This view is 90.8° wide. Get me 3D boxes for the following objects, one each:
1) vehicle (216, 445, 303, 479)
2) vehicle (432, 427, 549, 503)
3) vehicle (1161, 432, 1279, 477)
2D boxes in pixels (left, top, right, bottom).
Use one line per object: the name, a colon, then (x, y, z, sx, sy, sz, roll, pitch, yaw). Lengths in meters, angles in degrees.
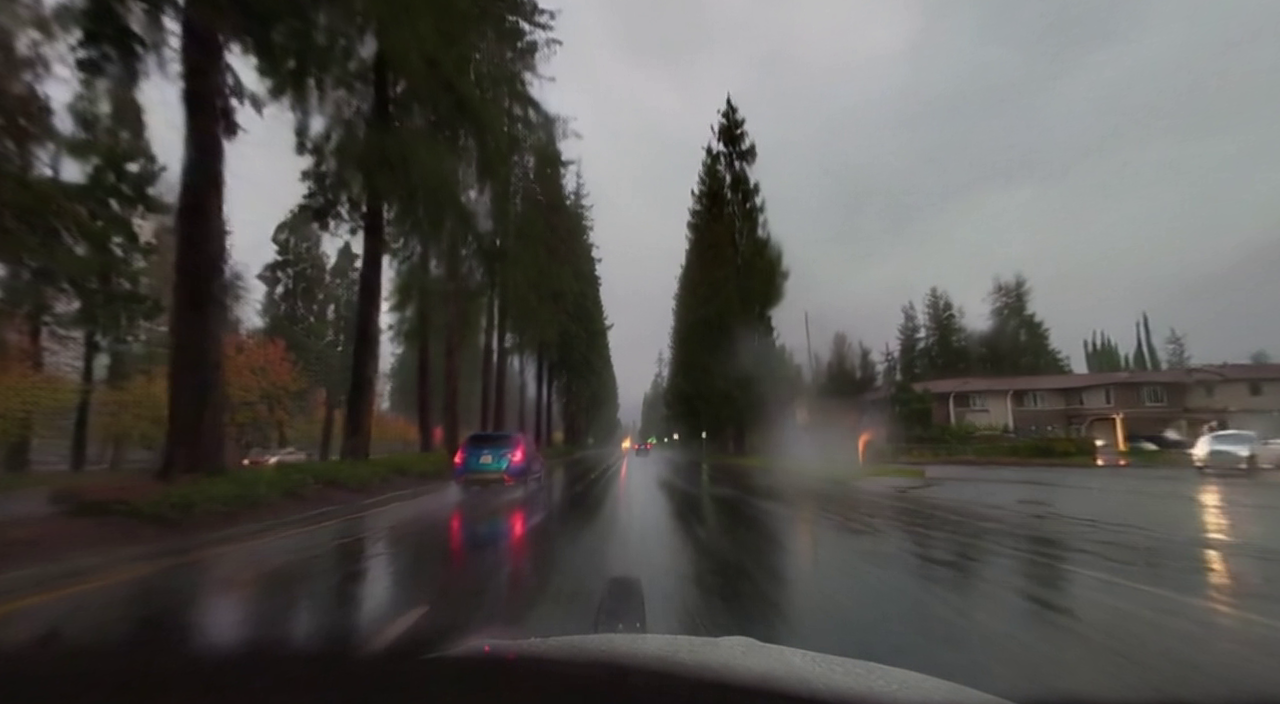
vehicle: (-22.046, 6.379, 36.865, 2.117, 1.827, 4.770, 0, -8, 0)
vehicle: (-3.772, 2.933, 16.833, 2.078, 1.748, 4.279, 0, -8, 0)
vehicle: (20.916, 3.612, 22.458, 3.818, 1.482, 1.729, 3, -8, -17)
